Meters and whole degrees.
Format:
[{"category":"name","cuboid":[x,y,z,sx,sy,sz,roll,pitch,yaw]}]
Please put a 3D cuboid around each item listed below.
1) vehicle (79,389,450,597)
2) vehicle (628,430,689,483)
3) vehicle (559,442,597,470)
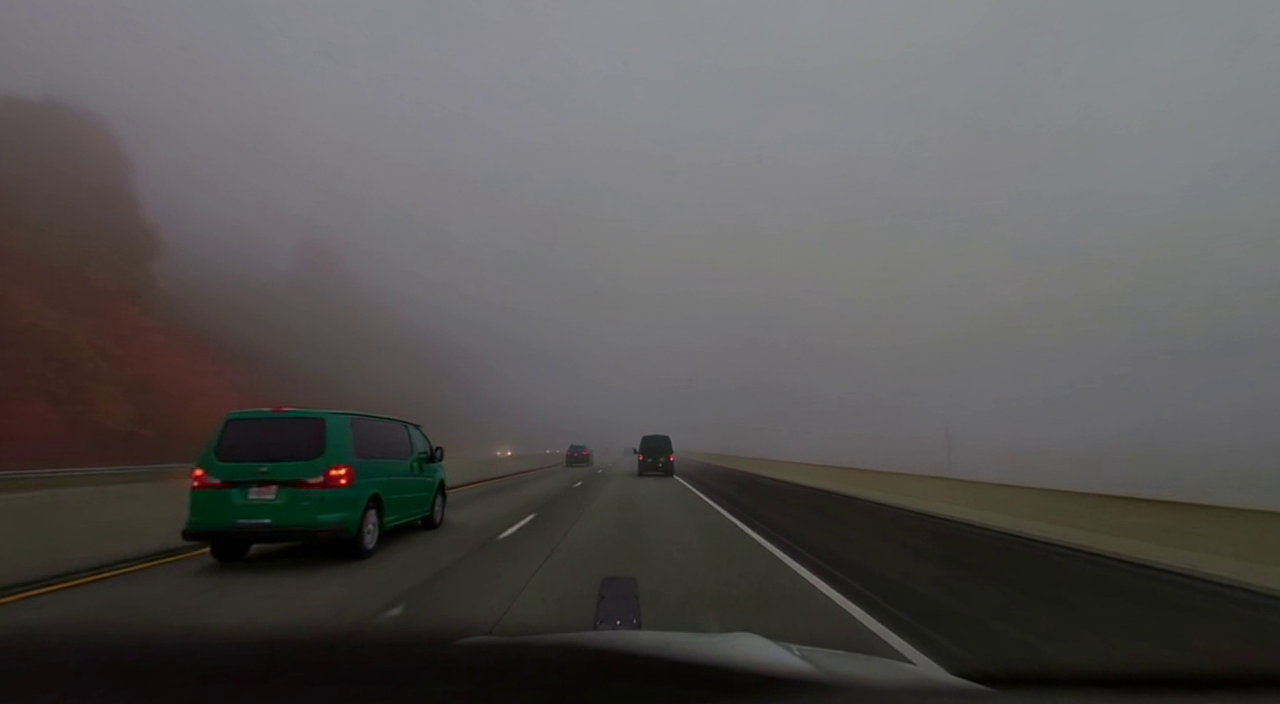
[{"category":"vehicle","cuboid":[-3.865,1.523,7.481,2.021,1.790,3.907,0,-9,-1]},{"category":"vehicle","cuboid":[0.648,4.279,25.825,2.179,1.930,4.538,0,-9,-2]},{"category":"vehicle","cuboid":[-4.013,6.779,40.948,2.088,1.688,4.365,0,-9,-1]}]
